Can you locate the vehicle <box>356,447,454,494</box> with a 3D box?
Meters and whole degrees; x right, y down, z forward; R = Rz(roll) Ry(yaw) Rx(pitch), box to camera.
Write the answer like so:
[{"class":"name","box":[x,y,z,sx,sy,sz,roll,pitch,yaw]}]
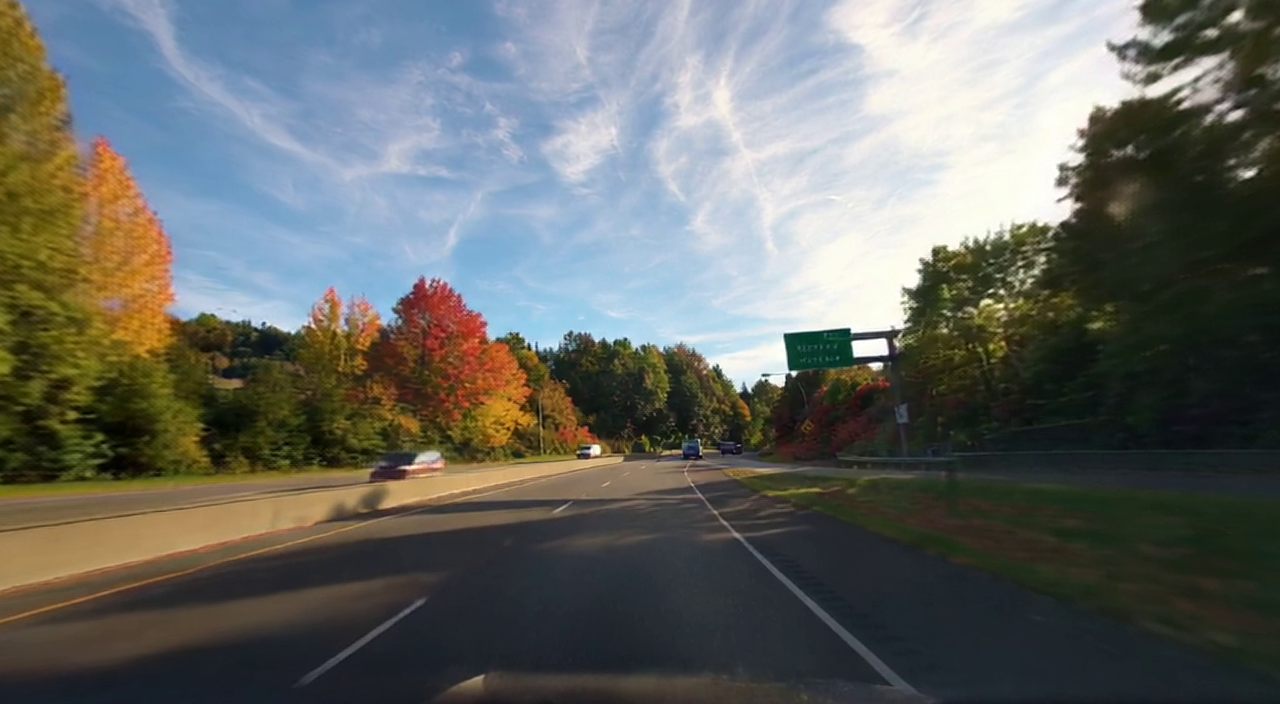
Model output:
[{"class":"vehicle","box":[-8.366,4.222,22.729,1.858,1.498,4.096,-1,-9,2]}]
